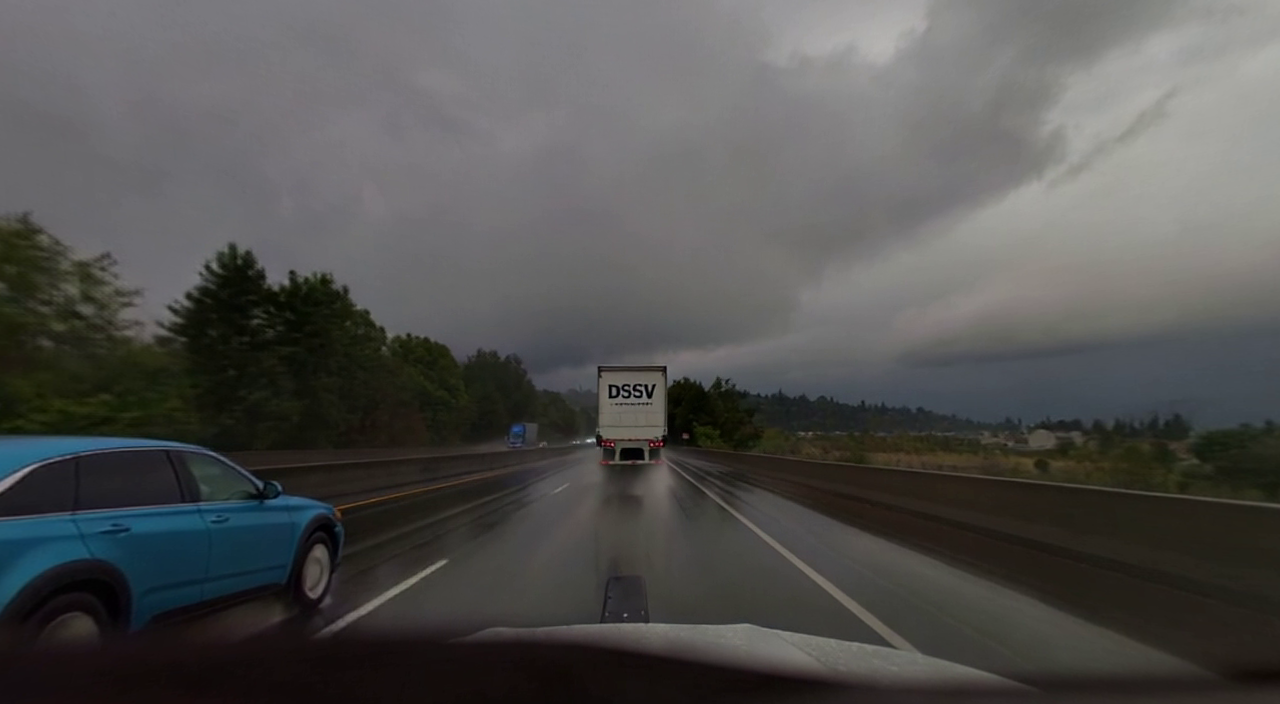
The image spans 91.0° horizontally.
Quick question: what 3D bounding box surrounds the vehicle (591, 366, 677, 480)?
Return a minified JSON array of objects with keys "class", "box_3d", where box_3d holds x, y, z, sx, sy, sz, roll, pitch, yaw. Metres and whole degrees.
[{"class":"vehicle","box_3d":[-0.377,3.189,27.175,2.969,3.957,10.270,0,-8,-2]}]
